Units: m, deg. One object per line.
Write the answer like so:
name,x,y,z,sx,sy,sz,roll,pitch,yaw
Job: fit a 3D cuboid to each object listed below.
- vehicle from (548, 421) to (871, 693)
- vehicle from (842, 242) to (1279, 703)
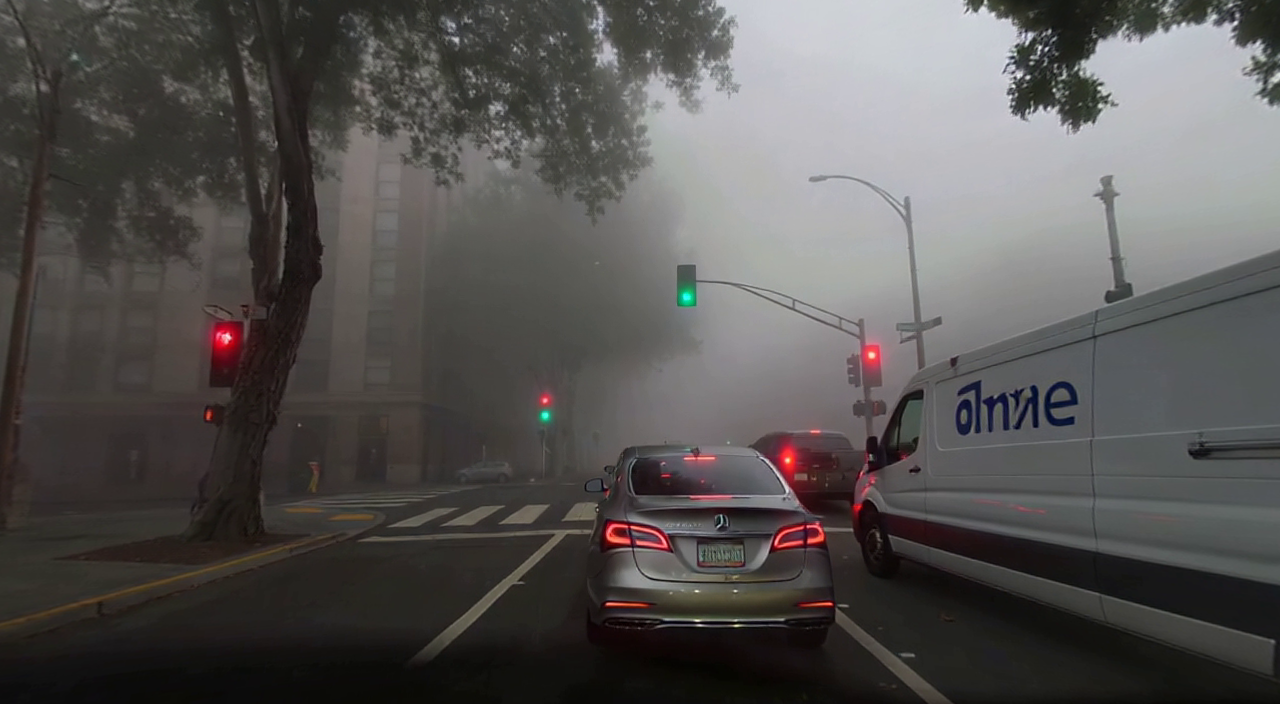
vehicle,0.386,1.591,5.735,1.961,1.629,3.610,1,-10,-1
vehicle,2.853,0.894,2.902,2.054,1.965,5.248,1,-11,0
